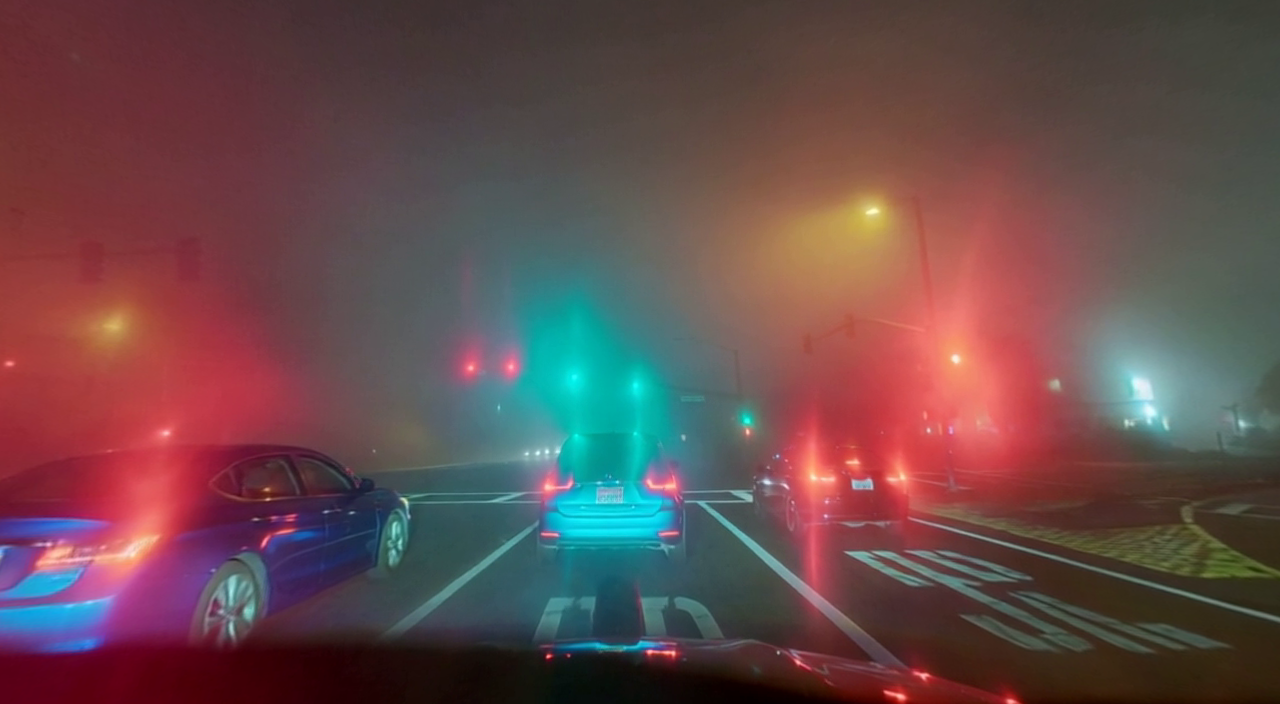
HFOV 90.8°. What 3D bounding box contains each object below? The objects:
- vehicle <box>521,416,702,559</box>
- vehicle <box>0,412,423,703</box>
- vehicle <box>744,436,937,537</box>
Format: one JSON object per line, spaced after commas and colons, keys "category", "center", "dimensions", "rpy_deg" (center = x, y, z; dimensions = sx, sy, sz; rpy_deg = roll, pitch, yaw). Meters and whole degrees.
{"category": "vehicle", "center": [-0.342, 1.826, 9.143], "dimensions": [2.038, 1.599, 3.844], "rpy_deg": [0, -8, -1]}
{"category": "vehicle", "center": [-3.578, 1.347, 5.150], "dimensions": [2.052, 1.472, 4.479], "rpy_deg": [0, -8, 0]}
{"category": "vehicle", "center": [3.278, 2.280, 11.414], "dimensions": [1.970, 1.449, 4.433], "rpy_deg": [0, -8, -1]}
